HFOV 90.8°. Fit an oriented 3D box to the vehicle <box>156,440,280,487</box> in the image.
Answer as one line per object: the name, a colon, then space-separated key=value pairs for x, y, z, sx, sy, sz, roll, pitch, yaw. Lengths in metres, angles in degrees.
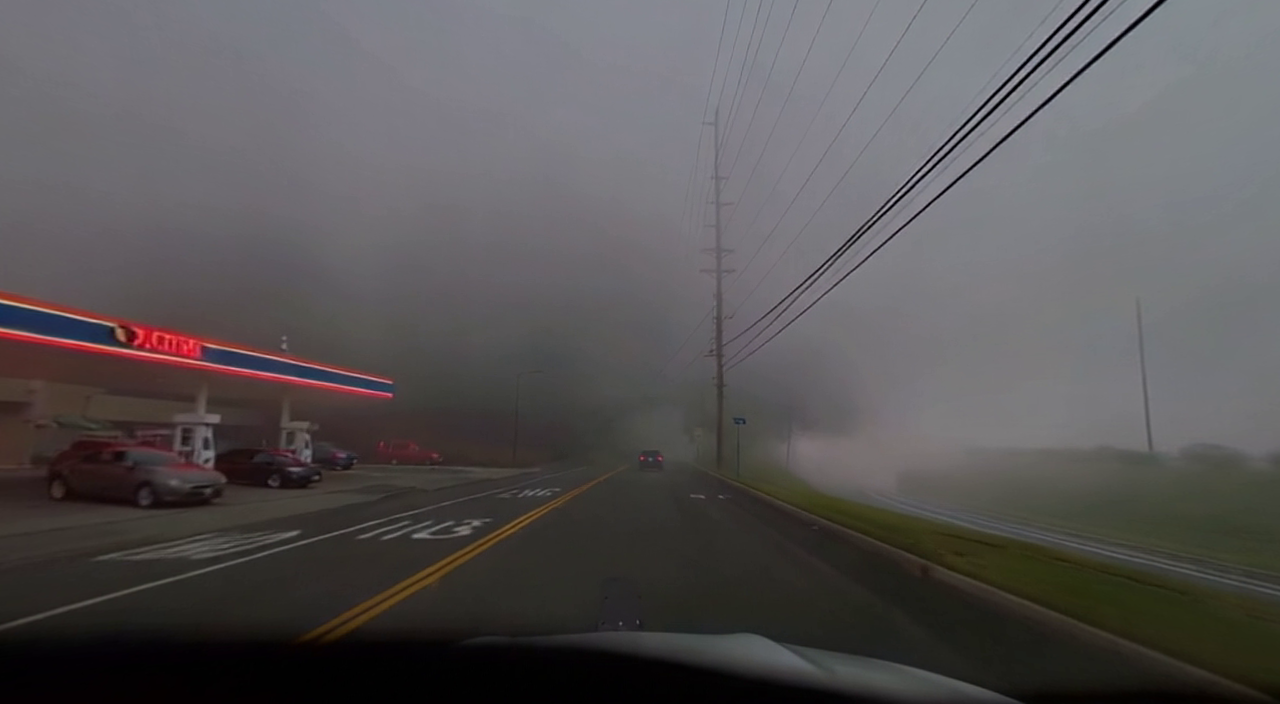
vehicle: x=-16.942 y=4.481 z=25.686 sx=1.928 sy=1.708 sz=4.344 roll=0 pitch=-9 yaw=2

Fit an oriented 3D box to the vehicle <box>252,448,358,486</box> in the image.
vehicle: x=-13.834 y=4.754 z=26.447 sx=1.947 sy=1.435 sz=4.606 roll=0 pitch=-9 yaw=0

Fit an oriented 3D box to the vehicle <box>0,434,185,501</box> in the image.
vehicle: x=-16.520 y=3.451 z=19.238 sx=1.890 sy=1.761 sz=4.578 roll=0 pitch=-9 yaw=-1
